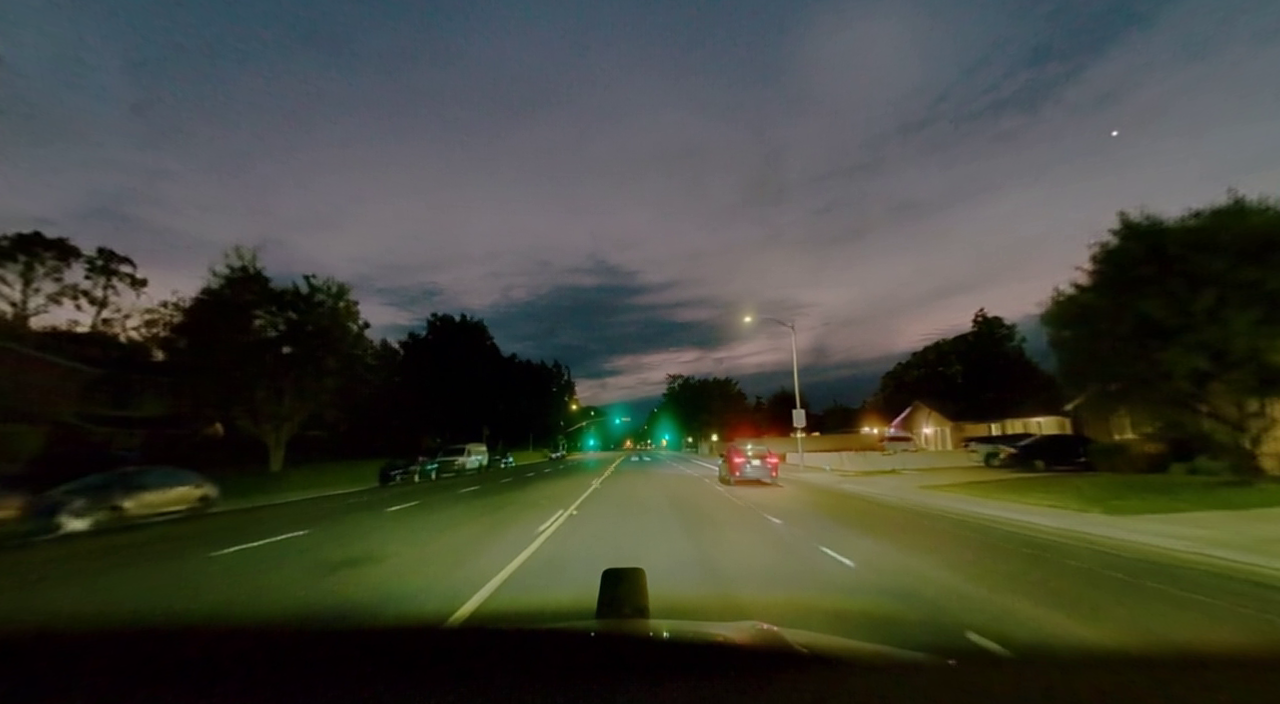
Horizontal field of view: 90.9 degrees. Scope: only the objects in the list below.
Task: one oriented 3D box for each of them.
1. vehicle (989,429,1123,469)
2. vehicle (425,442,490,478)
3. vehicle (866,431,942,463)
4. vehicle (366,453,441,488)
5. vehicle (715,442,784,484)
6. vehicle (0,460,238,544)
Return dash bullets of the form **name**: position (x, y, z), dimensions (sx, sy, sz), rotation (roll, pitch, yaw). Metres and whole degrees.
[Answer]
- **vehicle**: position (17.218, 4.018, 26.248), dimensions (4.065, 1.557, 2.107), rotation (0, -9, 0)
- **vehicle**: position (-10.991, 6.536, 38.500), dimensions (2.180, 1.953, 5.787), rotation (-1, -9, 1)
- **vehicle**: position (15.303, 5.550, 36.856), dimensions (2.129, 1.699, 4.906), rotation (0, -9, -3)
- **vehicle**: position (-10.953, 5.492, 29.553), dimensions (1.829, 1.441, 4.355), rotation (0, -9, 0)
- **vehicle**: position (4.260, 4.396, 25.292), dimensions (1.956, 1.492, 4.425), rotation (0, -9, 0)
- **vehicle**: position (-10.980, 3.131, 13.731), dimensions (1.784, 1.412, 4.093), rotation (0, -9, -1)
